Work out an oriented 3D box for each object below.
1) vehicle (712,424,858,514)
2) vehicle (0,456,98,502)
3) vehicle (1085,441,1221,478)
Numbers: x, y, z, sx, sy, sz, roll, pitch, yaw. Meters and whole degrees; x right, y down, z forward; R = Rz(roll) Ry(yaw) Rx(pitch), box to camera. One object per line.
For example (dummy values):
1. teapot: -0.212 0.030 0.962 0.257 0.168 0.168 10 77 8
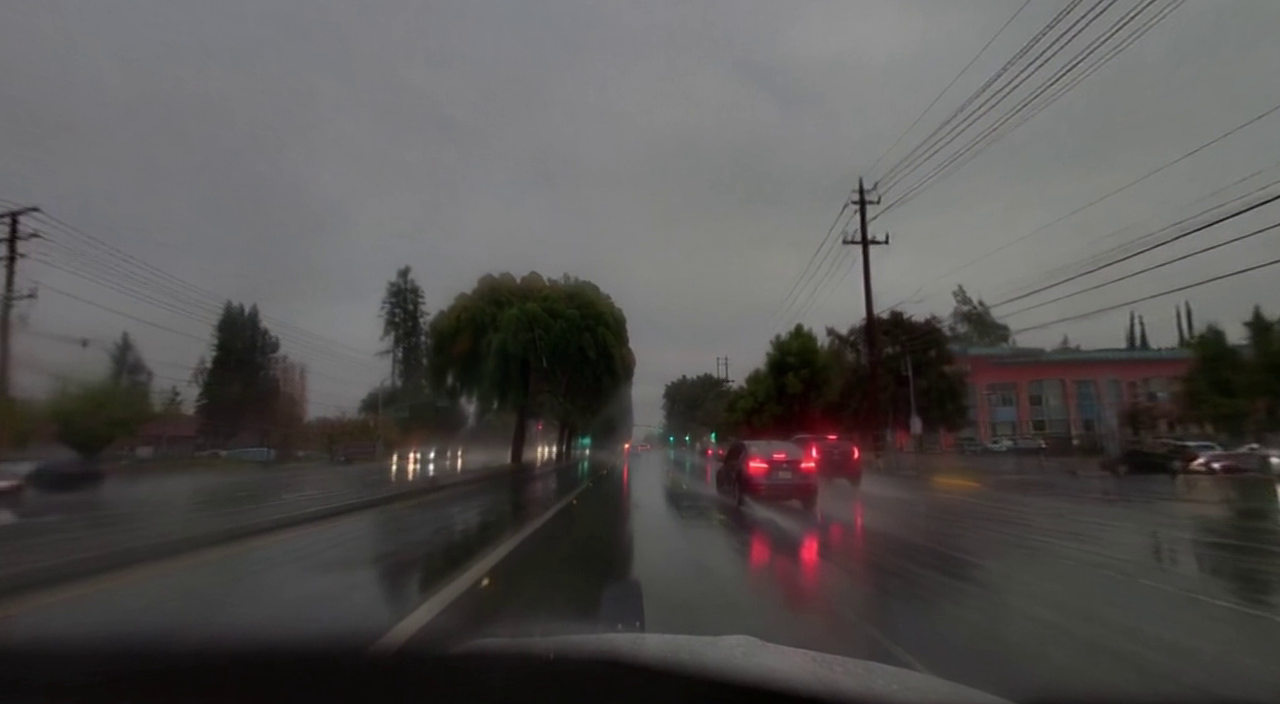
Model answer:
1. vehicle: 3.012 2.556 14.226 2.128 1.699 4.222 0 -9 -2
2. vehicle: -23.309 4.726 23.572 1.985 1.511 4.772 -3 -8 -1
3. vehicle: 25.012 5.257 30.969 4.798 1.699 2.039 0 -9 1
